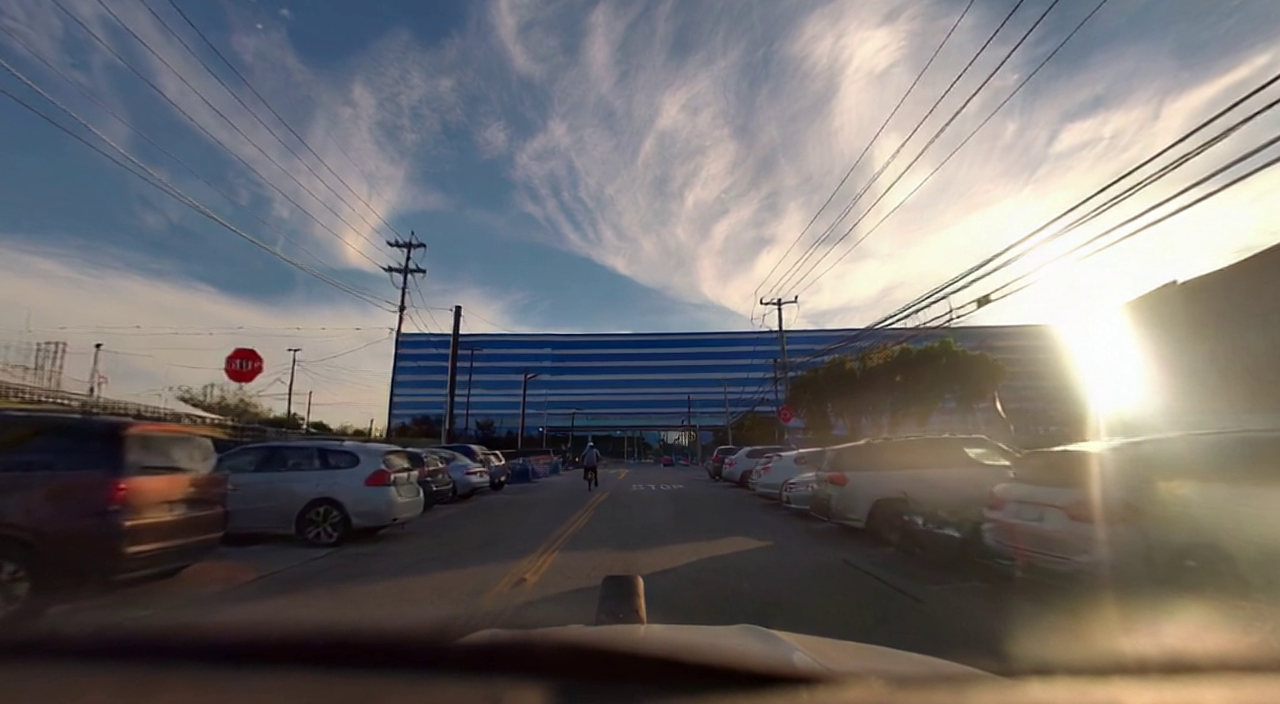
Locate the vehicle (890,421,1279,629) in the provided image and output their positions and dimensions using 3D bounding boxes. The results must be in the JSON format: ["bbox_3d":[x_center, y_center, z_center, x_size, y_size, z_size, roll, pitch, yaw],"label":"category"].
[{"bbox_3d":[4.896,1.516,6.064,4.104,1.603,1.968,0,-9,-1],"label":"vehicle"}]

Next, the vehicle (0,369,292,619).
[{"bbox_3d":[-6.498,1.264,6.279,4.727,1.976,1.970,3,-11,1],"label":"vehicle"}]

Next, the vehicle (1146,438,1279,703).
[{"bbox_3d":[4.854,0.998,2.180,4.659,1.421,1.771,0,-9,-1],"label":"vehicle"}]
